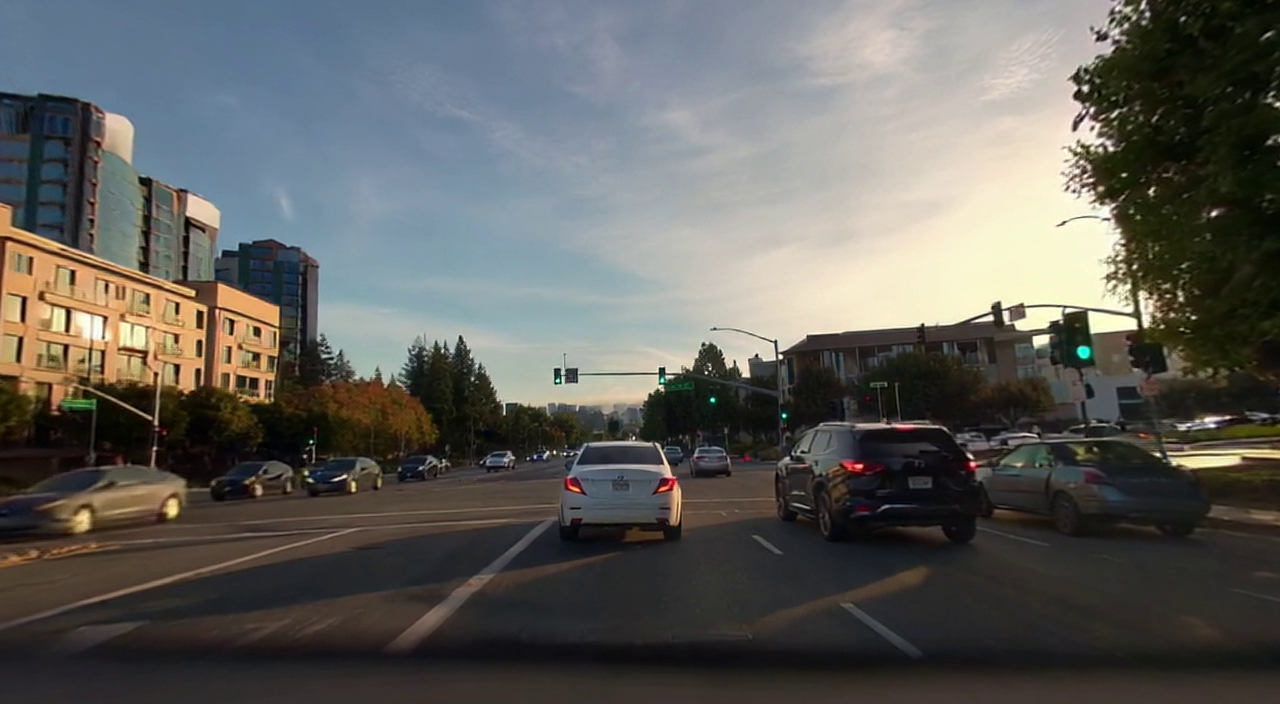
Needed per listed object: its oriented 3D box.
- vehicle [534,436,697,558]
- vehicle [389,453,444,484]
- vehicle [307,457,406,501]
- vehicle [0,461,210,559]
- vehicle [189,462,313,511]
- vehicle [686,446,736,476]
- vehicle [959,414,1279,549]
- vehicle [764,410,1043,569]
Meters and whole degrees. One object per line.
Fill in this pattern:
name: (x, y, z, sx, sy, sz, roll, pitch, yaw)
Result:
vehicle: (-0.313, 2.119, 9.960, 2.034, 1.500, 3.966, 0, -8, 0)
vehicle: (-14.715, 7.670, 41.862, 1.908, 1.797, 4.620, 0, -8, 1)
vehicle: (-11.550, 5.172, 26.127, 1.992, 1.562, 4.361, 0, -8, 1)
vehicle: (-11.818, 3.244, 13.663, 1.903, 1.627, 4.308, 0, -8, 1)
vehicle: (-14.815, 5.101, 24.385, 1.907, 1.592, 4.373, 0, -8, 1)
vehicle: (3.720, 5.807, 34.012, 2.123, 1.455, 4.318, 0, -8, -1)
vehicle: (7.452, 2.038, 10.575, 2.039, 1.760, 4.319, 0, -8, 2)
vehicle: (3.443, 1.890, 9.494, 2.107, 1.773, 4.557, 0, -8, -2)
